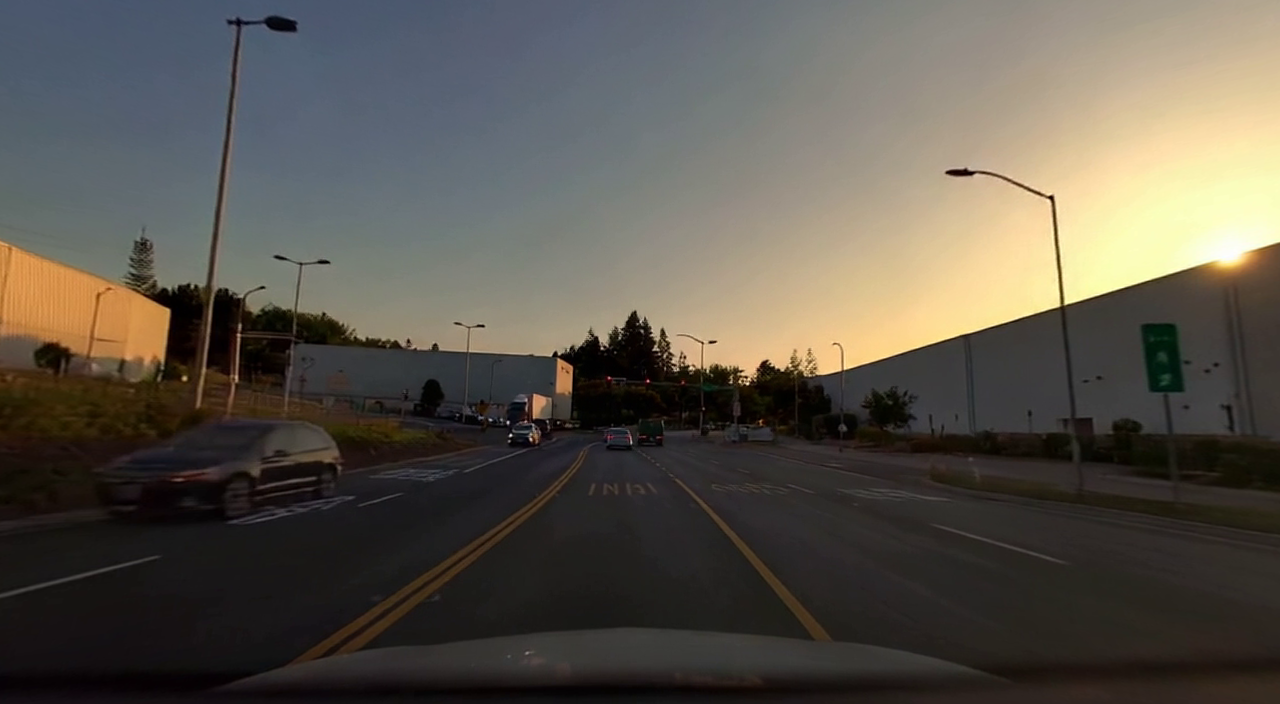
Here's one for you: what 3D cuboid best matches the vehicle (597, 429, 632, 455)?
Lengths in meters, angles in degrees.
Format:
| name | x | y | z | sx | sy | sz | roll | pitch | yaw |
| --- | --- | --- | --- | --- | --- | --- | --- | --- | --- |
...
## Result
| name | x | y | z | sx | sy | sz | roll | pitch | yaw |
| --- | --- | --- | --- | --- | --- | --- | --- | --- | --- |
| vehicle | -1.560 | 5.563 | 39.012 | 2.060 | 1.491 | 3.873 | 0 | -8 | -2 |

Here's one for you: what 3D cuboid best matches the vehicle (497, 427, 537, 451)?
| name | x | y | z | sx | sy | sz | roll | pitch | yaw |
| --- | --- | --- | --- | --- | --- | --- | --- | --- | --- |
| vehicle | -8.294 | 5.919 | 42.828 | 1.966 | 1.506 | 4.417 | 0 | -8 | -3 |

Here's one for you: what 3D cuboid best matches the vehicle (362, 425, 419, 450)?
| name | x | y | z | sx | sy | sz | roll | pitch | yaw |
| --- | --- | --- | --- | --- | --- | --- | --- | --- | --- |
| vehicle | -16.056 | 5.494 | 40.448 | 2.032 | 1.536 | 4.158 | 7 | -10 | -40 |

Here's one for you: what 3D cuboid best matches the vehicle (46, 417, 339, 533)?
| name | x | y | z | sx | sy | sz | roll | pitch | yaw |
| --- | --- | --- | --- | --- | --- | --- | --- | --- | --- |
| vehicle | -6.778 | 1.870 | 10.211 | 1.847 | 1.501 | 3.942 | 0 | -8 | 0 |

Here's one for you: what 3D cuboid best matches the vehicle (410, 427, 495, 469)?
| name | x | y | z | sx | sy | sz | roll | pitch | yaw |
| --- | --- | --- | --- | --- | --- | --- | --- | --- | --- |
| vehicle | -7.177 | 3.713 | 24.590 | 2.028 | 1.495 | 4.532 | 0 | -8 | -2 |
